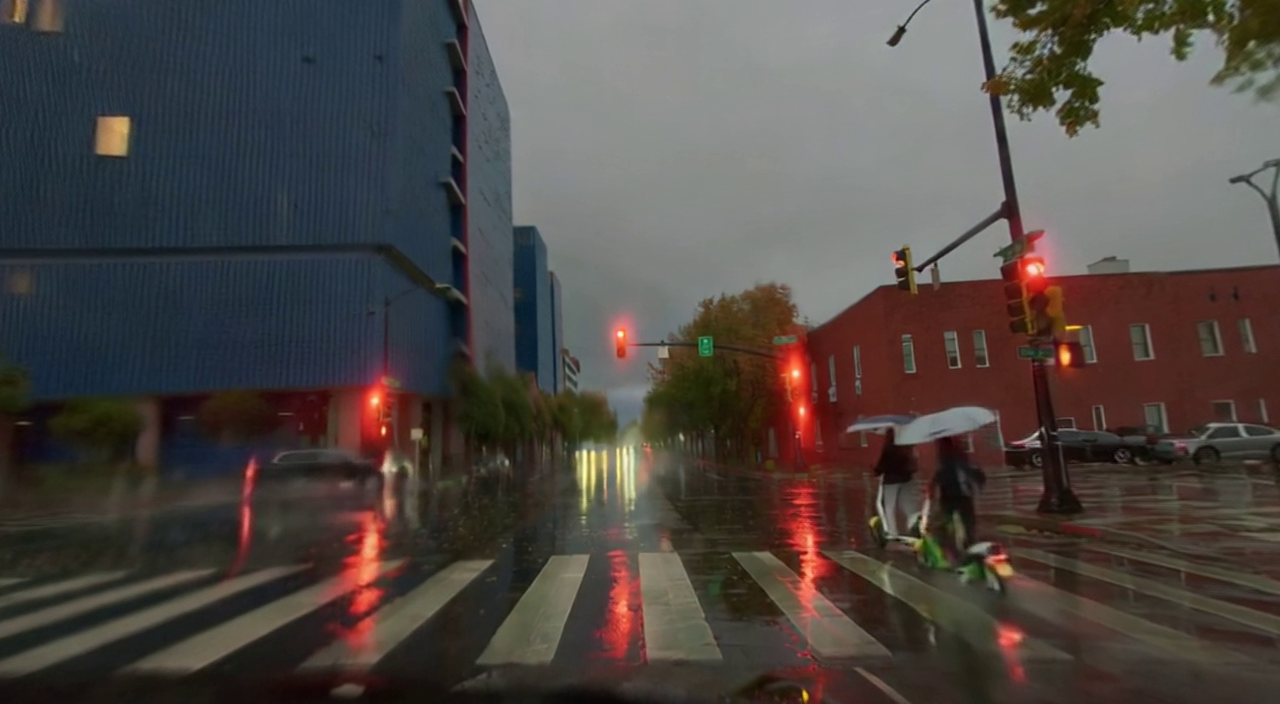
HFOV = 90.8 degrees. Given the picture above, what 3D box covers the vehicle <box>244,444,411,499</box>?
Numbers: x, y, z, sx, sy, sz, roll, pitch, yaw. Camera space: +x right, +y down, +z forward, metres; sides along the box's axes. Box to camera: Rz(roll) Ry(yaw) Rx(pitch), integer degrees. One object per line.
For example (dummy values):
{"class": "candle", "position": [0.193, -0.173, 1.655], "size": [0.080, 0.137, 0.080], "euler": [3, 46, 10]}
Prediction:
{"class": "vehicle", "position": [-10.153, 3.868, 20.895], "size": [4.641, 1.616, 2.051], "euler": [3, -9, -23]}
